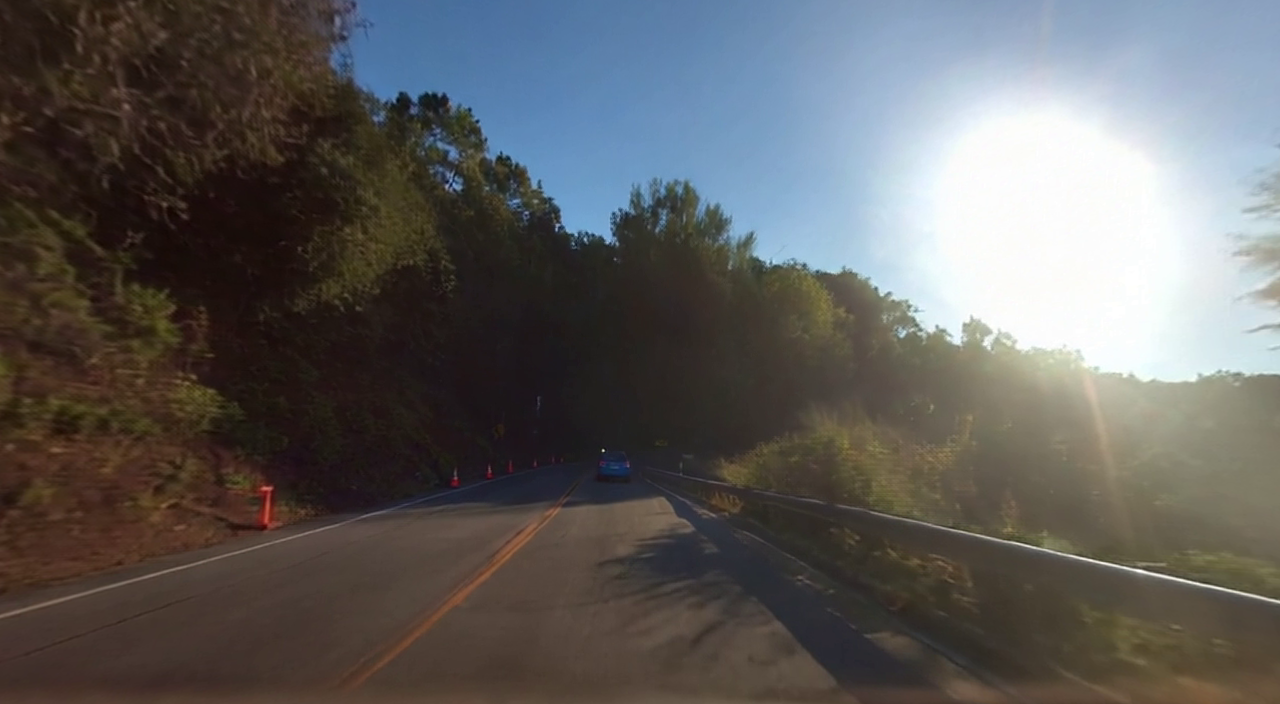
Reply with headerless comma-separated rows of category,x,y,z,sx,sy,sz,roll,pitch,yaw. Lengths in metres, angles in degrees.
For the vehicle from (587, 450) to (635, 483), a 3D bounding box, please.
vehicle,-1.498,5.708,31.654,2.259,1.503,4.075,0,-8,-4
